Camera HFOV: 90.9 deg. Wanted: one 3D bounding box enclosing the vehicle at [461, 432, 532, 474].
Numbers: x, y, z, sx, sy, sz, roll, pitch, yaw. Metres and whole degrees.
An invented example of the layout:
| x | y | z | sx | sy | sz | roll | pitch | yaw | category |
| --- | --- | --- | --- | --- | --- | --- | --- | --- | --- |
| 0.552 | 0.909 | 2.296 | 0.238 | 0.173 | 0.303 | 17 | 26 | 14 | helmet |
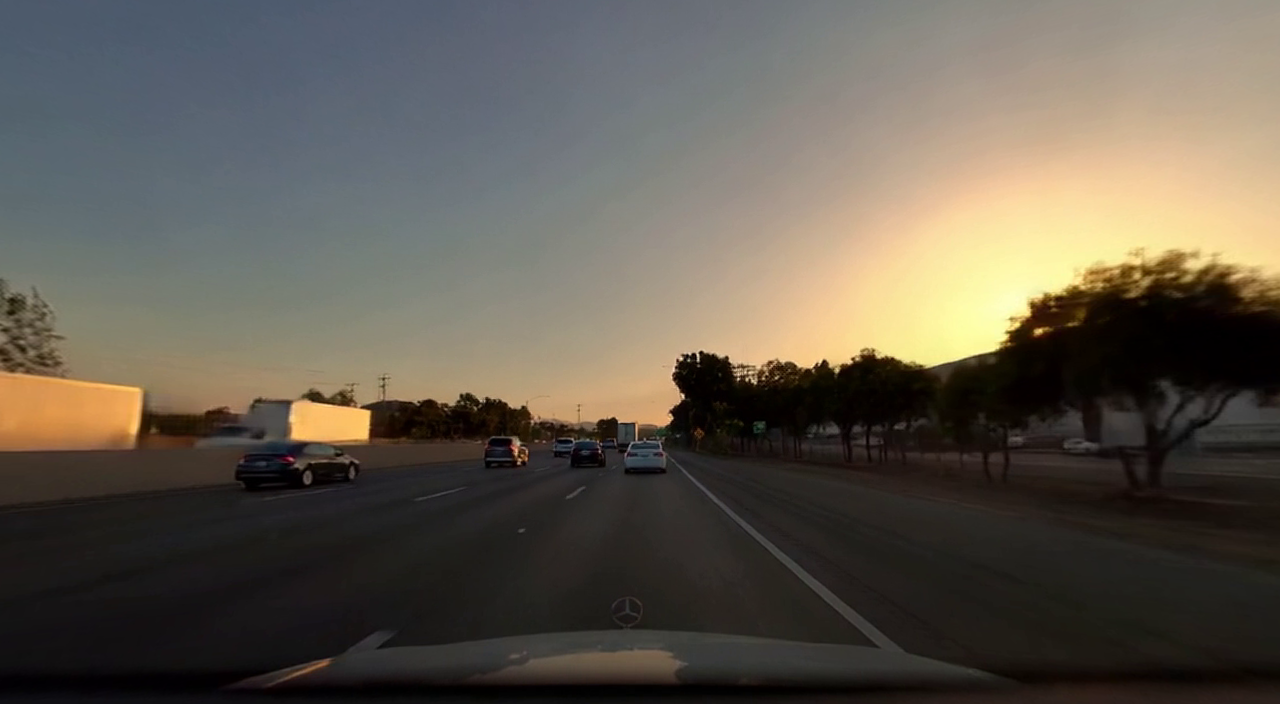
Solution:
| x | y | z | sx | sy | sz | roll | pitch | yaw | category |
| --- | --- | --- | --- | --- | --- | --- | --- | --- | --- |
| -6.673 | 4.747 | 29.871 | 2.105 | 1.790 | 4.689 | -1 | -8 | 2 | vehicle |

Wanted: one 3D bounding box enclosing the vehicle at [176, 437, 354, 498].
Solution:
| x | y | z | sx | sy | sz | roll | pitch | yaw | category |
| --- | --- | --- | --- | --- | --- | --- | --- | --- | --- |
| -10.443 | 3.231 | 18.158 | 1.910 | 1.501 | 5.004 | -1 | -8 | 2 | vehicle |

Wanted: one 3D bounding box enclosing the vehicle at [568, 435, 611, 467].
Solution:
| x | y | z | sx | sy | sz | roll | pitch | yaw | category |
| --- | --- | --- | --- | --- | --- | --- | --- | --- | --- |
| -3.006 | 6.001 | 38.393 | 2.108 | 1.832 | 4.549 | -1 | -8 | 2 | vehicle |

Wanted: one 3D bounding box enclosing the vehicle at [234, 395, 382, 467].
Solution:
| x | y | z | sx | sy | sz | roll | pitch | yaw | category |
| --- | --- | --- | --- | --- | --- | --- | --- | --- | --- |
| -19.984 | 5.008 | 39.245 | 2.950 | 3.847 | 11.043 | 0 | -8 | 1 | vehicle |

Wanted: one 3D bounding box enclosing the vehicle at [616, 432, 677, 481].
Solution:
| x | y | z | sx | sy | sz | roll | pitch | yaw | category |
| --- | --- | --- | --- | --- | --- | --- | --- | --- | --- |
| 0.252 | 3.964 | 24.171 | 2.136 | 1.678 | 4.052 | 0 | -8 | 1 | vehicle |

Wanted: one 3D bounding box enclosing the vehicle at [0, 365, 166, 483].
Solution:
| x | y | z | sx | sy | sz | roll | pitch | yaw | category |
| --- | --- | --- | --- | --- | --- | --- | --- | --- | --- |
| -24.020 | 2.451 | 21.574 | 2.888 | 4.123 | 16.307 | 0 | -8 | 1 | vehicle |

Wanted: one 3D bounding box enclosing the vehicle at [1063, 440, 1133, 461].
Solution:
| x | y | z | sx | sy | sz | roll | pitch | yaw | category |
| --- | --- | --- | --- | --- | --- | --- | --- | --- | --- |
| 35.369 | 7.598 | 48.880 | 1.855 | 1.490 | 4.704 | 0 | -8 | 0 | vehicle |
